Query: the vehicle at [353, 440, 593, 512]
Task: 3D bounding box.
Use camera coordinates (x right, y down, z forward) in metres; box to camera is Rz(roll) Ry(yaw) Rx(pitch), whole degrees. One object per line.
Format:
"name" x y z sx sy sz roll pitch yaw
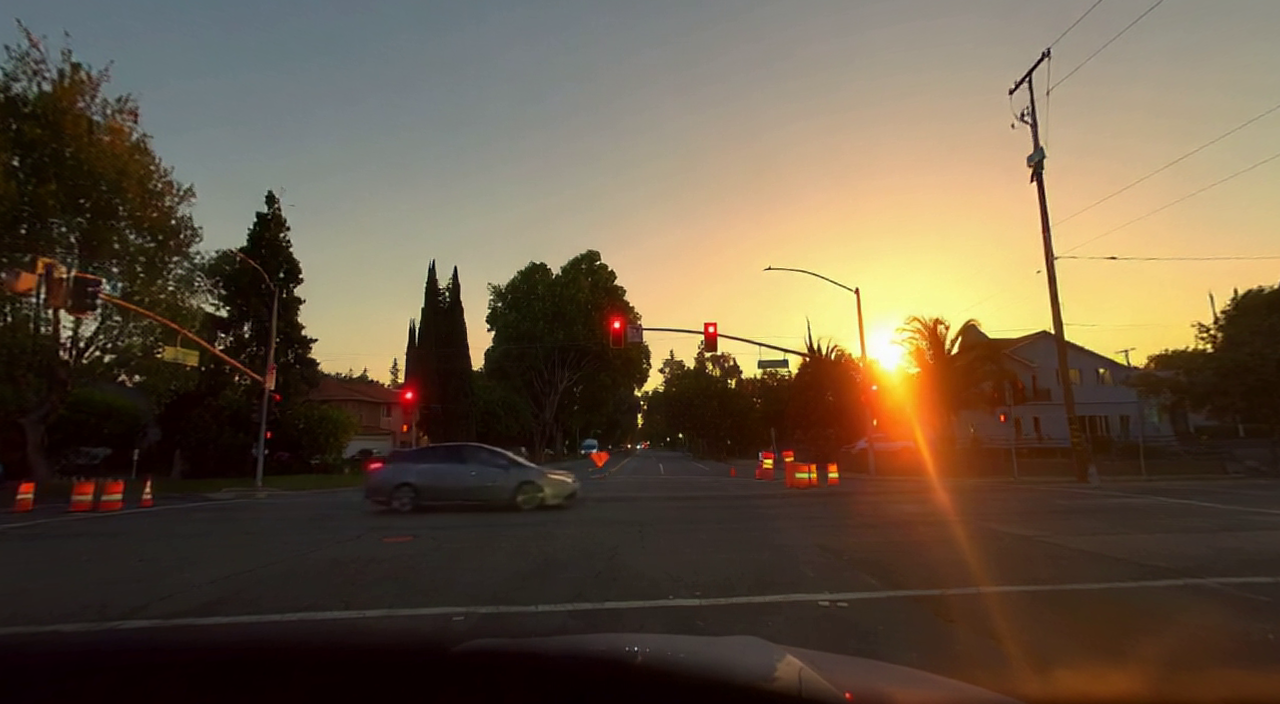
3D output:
"vehicle" -3.575 2.758 14.325 4.860 1.483 2.077 0 -8 0

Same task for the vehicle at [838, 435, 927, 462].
"vehicle" 15.394 6.179 40.323 4.892 1.656 1.856 0 -8 0
